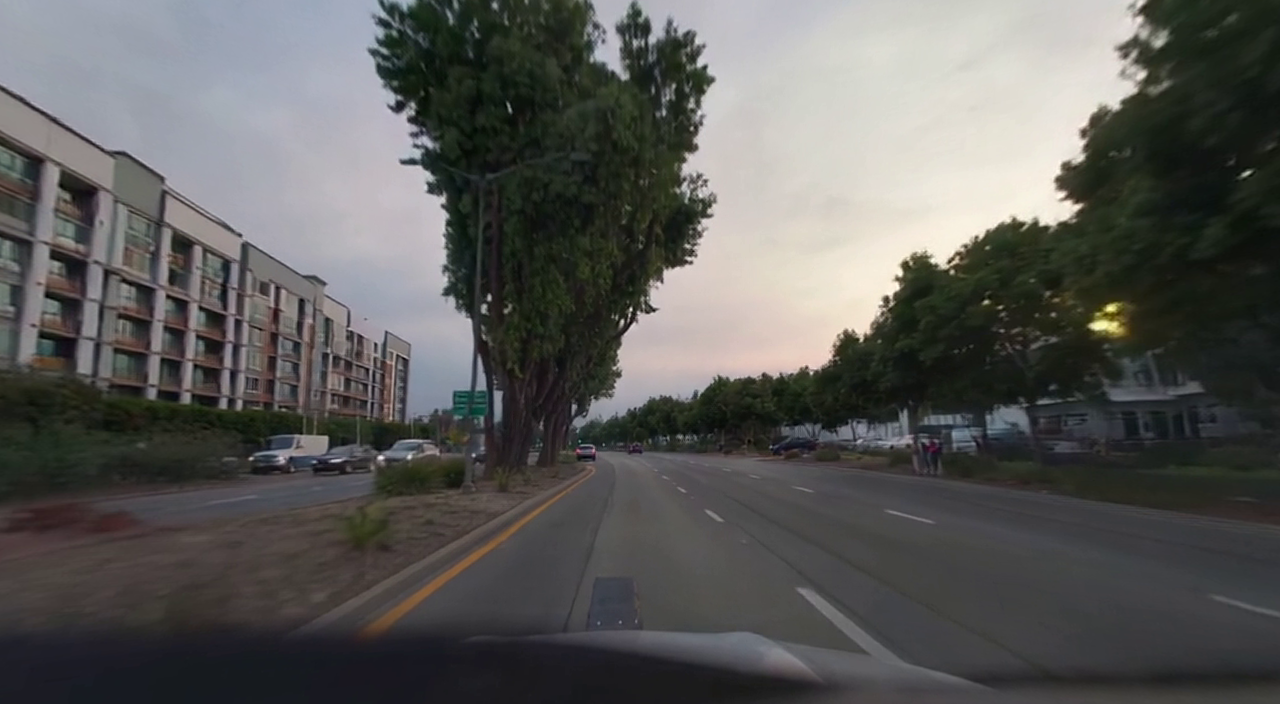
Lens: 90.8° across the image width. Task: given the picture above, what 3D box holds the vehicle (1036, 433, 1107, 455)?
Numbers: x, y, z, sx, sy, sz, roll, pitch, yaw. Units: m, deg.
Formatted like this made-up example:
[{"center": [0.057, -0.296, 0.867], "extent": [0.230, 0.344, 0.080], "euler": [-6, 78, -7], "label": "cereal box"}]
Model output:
[{"center": [31.136, 6.634, 45.584], "extent": [4.313, 1.549, 1.851], "euler": [3, -9, -18], "label": "vehicle"}]

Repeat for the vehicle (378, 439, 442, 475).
[{"center": [-12.777, 5.842, 35.410], "extent": [1.816, 1.843, 4.863], "euler": [0, -8, -2], "label": "vehicle"}]

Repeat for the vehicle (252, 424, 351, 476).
[{"center": [-20.694, 6.045, 39.109], "extent": [2.601, 2.866, 6.588], "euler": [0, -9, -2], "label": "vehicle"}]

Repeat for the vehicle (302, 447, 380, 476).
[{"center": [-16.324, 5.994, 34.813], "extent": [2.206, 1.483, 4.526], "euler": [0, -8, -2], "label": "vehicle"}]
